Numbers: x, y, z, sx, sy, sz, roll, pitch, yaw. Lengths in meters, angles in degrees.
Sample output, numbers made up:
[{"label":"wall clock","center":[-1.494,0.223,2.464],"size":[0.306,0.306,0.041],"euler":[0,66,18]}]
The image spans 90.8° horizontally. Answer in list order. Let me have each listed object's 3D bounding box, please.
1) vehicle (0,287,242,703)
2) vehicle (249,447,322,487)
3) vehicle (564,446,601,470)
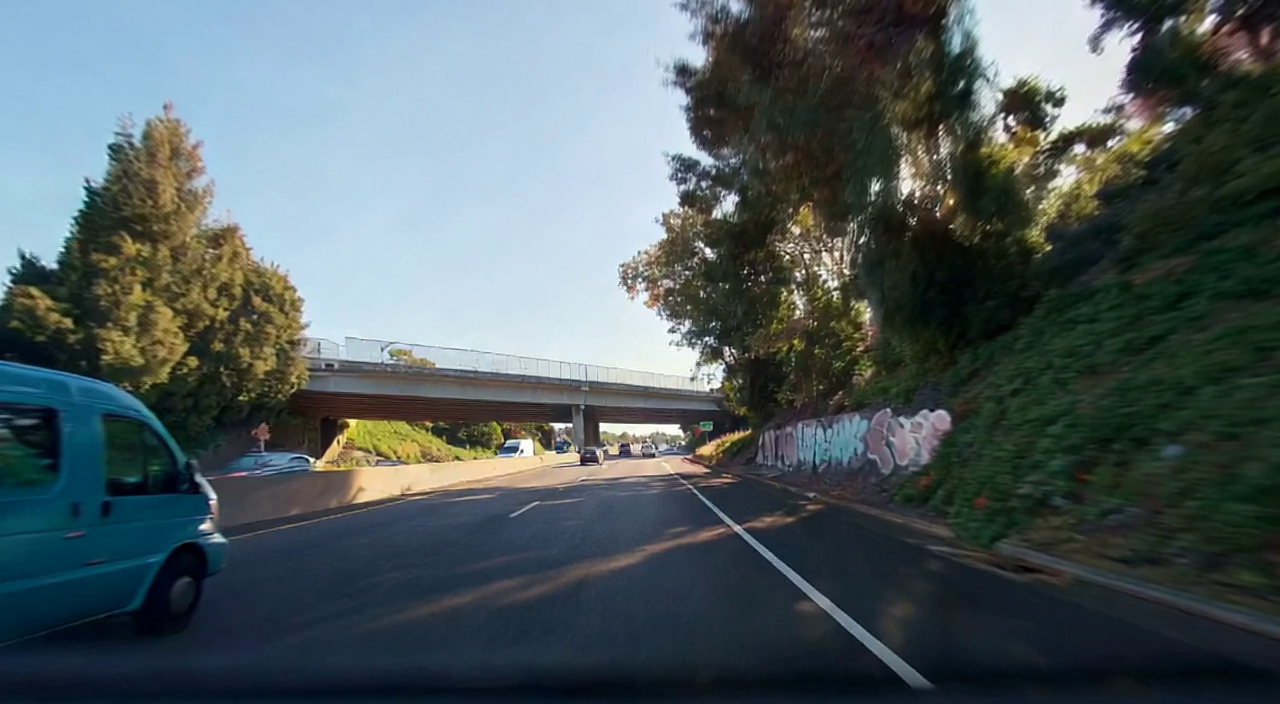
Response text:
[{"label":"vehicle","center":[-4.014,0.596,1.869],"size":[2.310,2.030,5.094],"euler":[0,-9,0]},{"label":"vehicle","center":[-17.587,5.694,31.468],"size":[1.790,1.872,3.055],"euler":[0,-9,1]},{"label":"vehicle","center":[-3.694,6.864,40.972],"size":[1.994,1.471,3.962],"euler":[0,-9,0]}]
